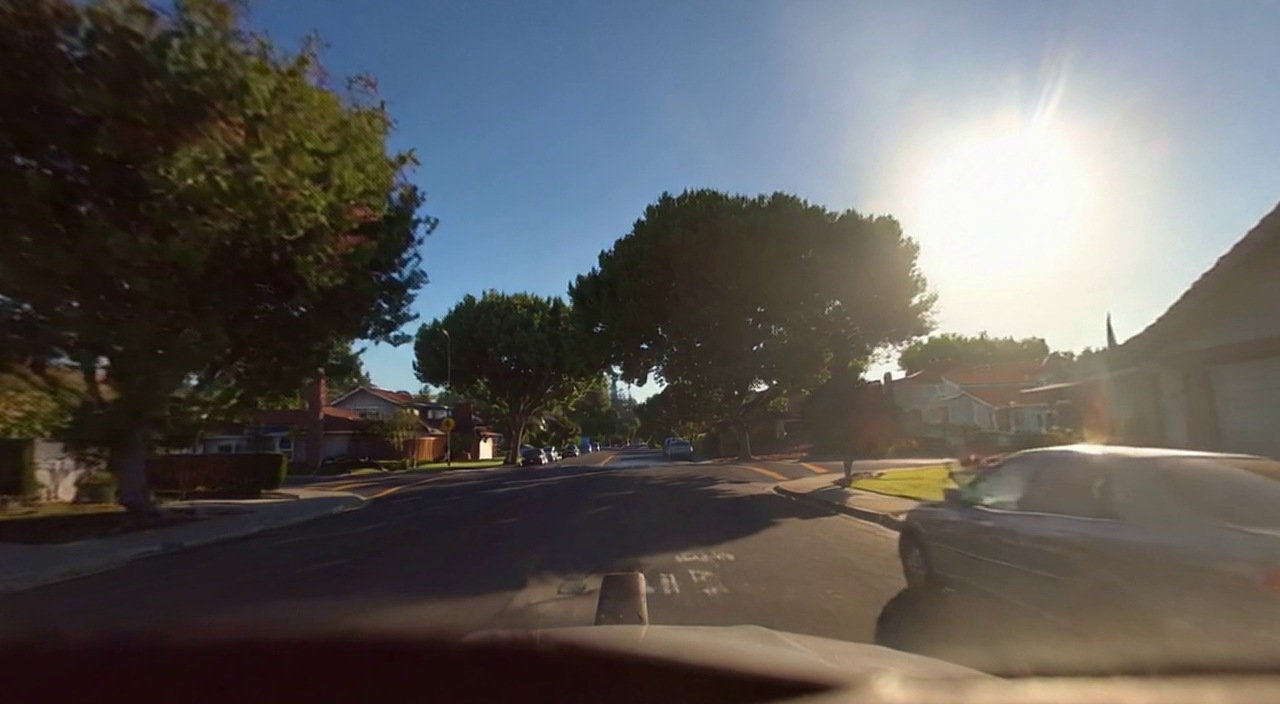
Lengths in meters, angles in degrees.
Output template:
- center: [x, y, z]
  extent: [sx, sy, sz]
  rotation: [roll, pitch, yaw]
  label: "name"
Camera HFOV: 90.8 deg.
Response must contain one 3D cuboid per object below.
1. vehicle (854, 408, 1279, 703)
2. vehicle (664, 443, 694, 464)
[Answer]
- center: [3.255, 1.230, 4.231]
  extent: [1.986, 1.476, 4.306]
  rotation: [0, -8, -2]
  label: "vehicle"
- center: [2.937, 7.819, 48.758]
  extent: [1.881, 1.487, 4.183]
  rotation: [0, -8, -2]
  label: "vehicle"
